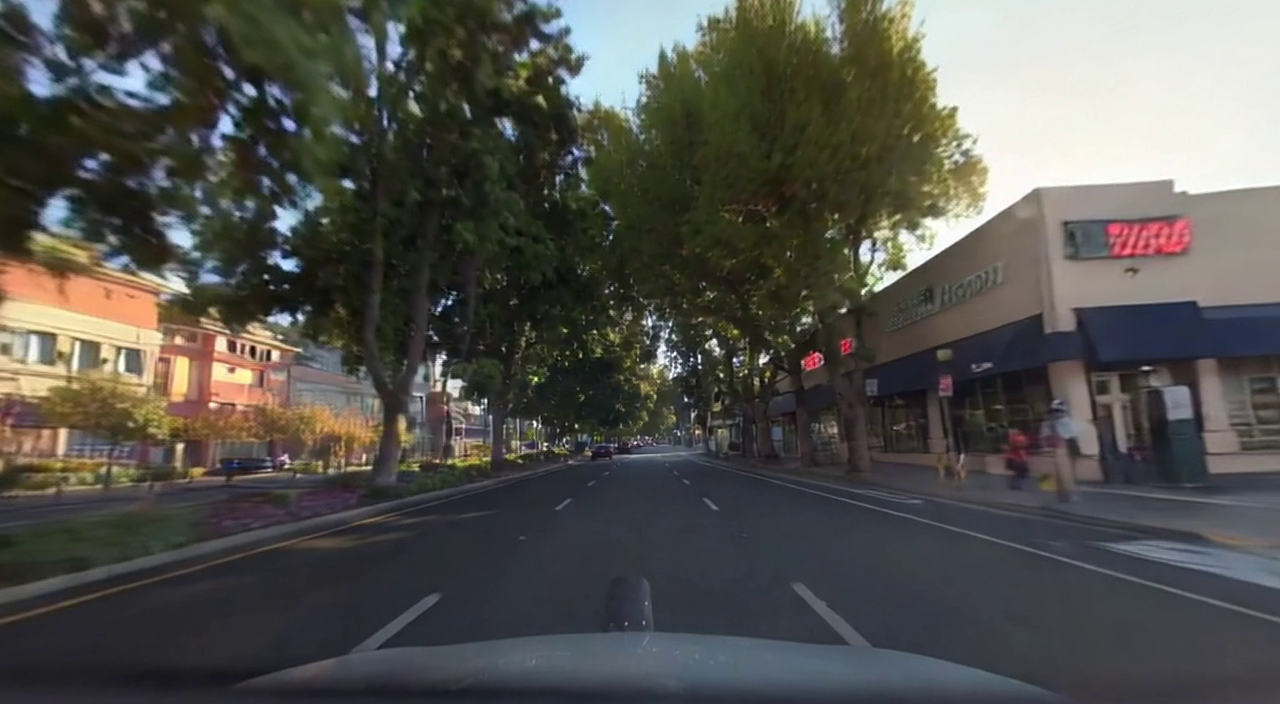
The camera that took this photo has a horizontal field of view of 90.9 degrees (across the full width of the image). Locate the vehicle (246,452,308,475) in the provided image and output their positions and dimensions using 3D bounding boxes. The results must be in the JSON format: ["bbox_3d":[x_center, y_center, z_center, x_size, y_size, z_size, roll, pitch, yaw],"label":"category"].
[{"bbox_3d":[-26.163,8.027,45.585,1.850,1.477,4.492,0,-8,0],"label":"vehicle"}]

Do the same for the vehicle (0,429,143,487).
[{"bbox_3d":[-29.565,5.442,32.408,5.890,2.815,2.228,0,-8,-2],"label":"vehicle"}]
